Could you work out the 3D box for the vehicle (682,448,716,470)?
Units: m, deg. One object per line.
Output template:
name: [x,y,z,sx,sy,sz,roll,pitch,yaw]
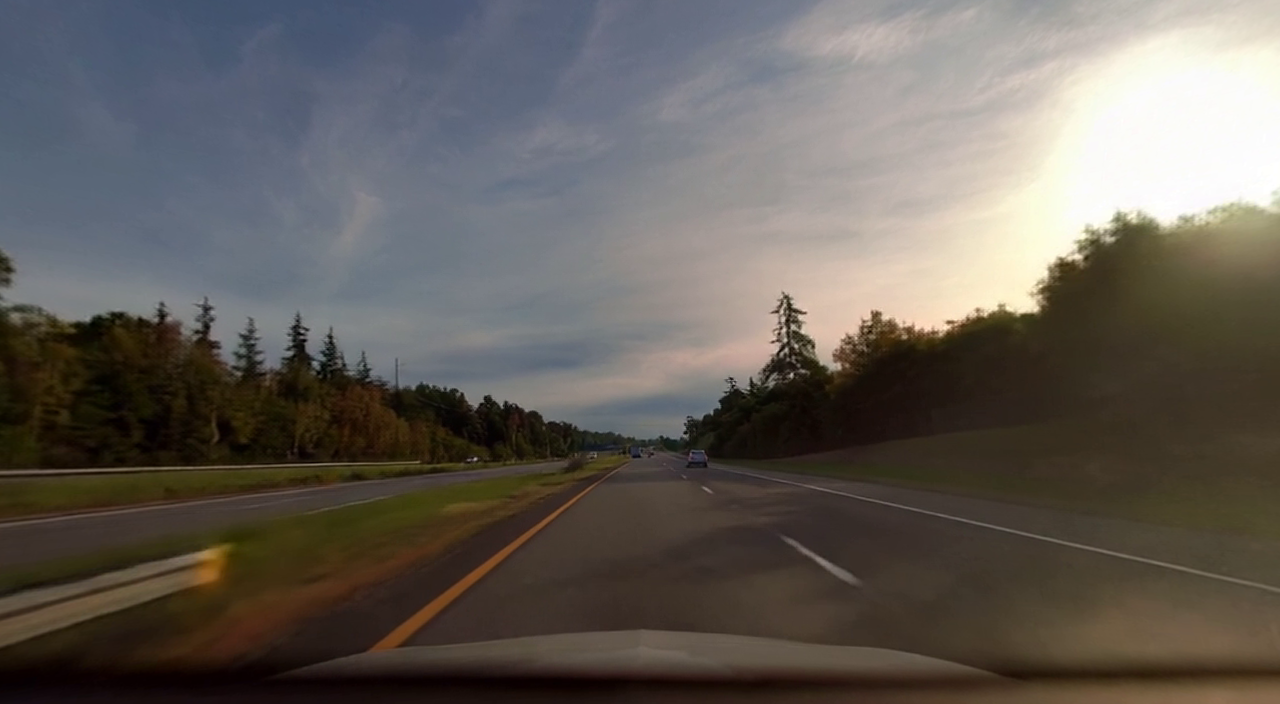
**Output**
vehicle: [4.231,7.755,45.801,1.984,1.481,4.376,0,-9,0]
